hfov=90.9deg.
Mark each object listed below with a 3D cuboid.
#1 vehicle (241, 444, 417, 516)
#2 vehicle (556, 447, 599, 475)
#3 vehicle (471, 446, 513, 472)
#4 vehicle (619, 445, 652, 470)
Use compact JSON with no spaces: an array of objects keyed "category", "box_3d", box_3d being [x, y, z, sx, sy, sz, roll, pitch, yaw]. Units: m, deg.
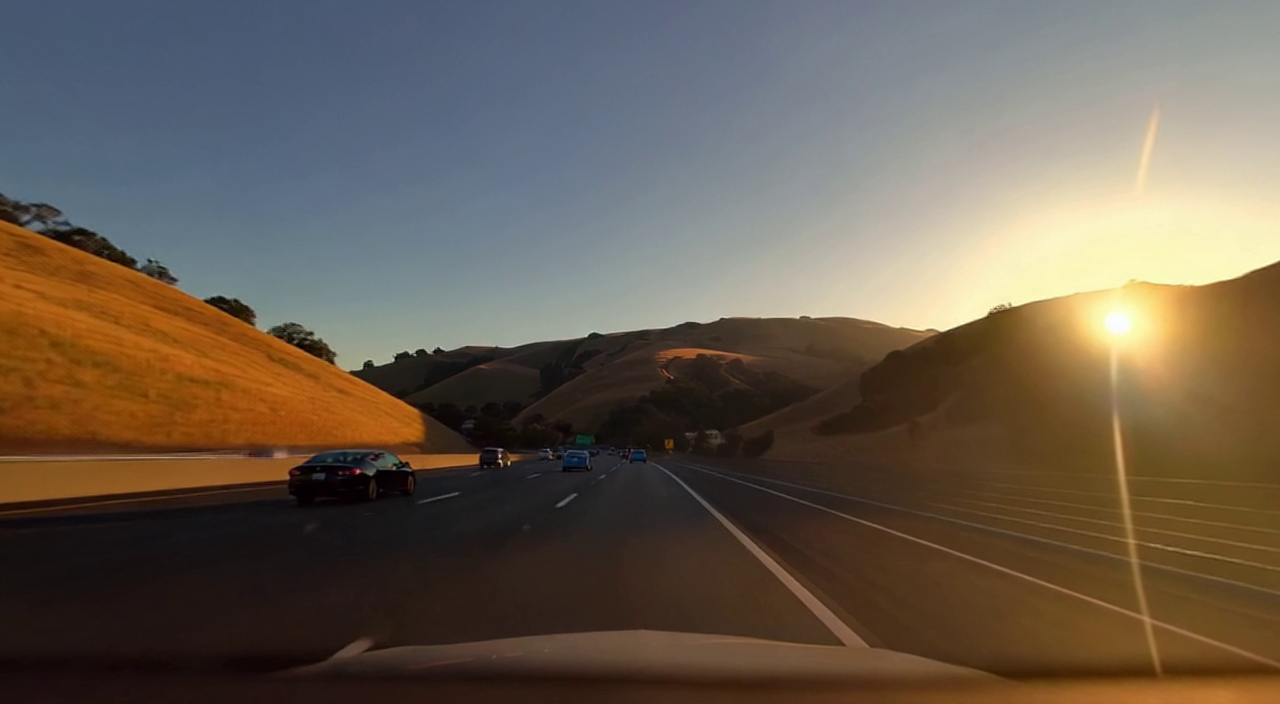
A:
[{"category":"vehicle","box_3d":[-7.119,2.932,15.063,1.991,1.441,4.265,0,-8,1]},{"category":"vehicle","box_3d":[-3.686,6.493,37.915,2.144,1.505,4.649,0,-8,0]},{"category":"vehicle","box_3d":[-11.020,7.970,47.246,2.025,1.750,4.505,0,-8,1]},{"category":"vehicle","box_3d":[-0.337,7.324,44.076,2.225,1.674,4.044,0,-8,-1]}]
